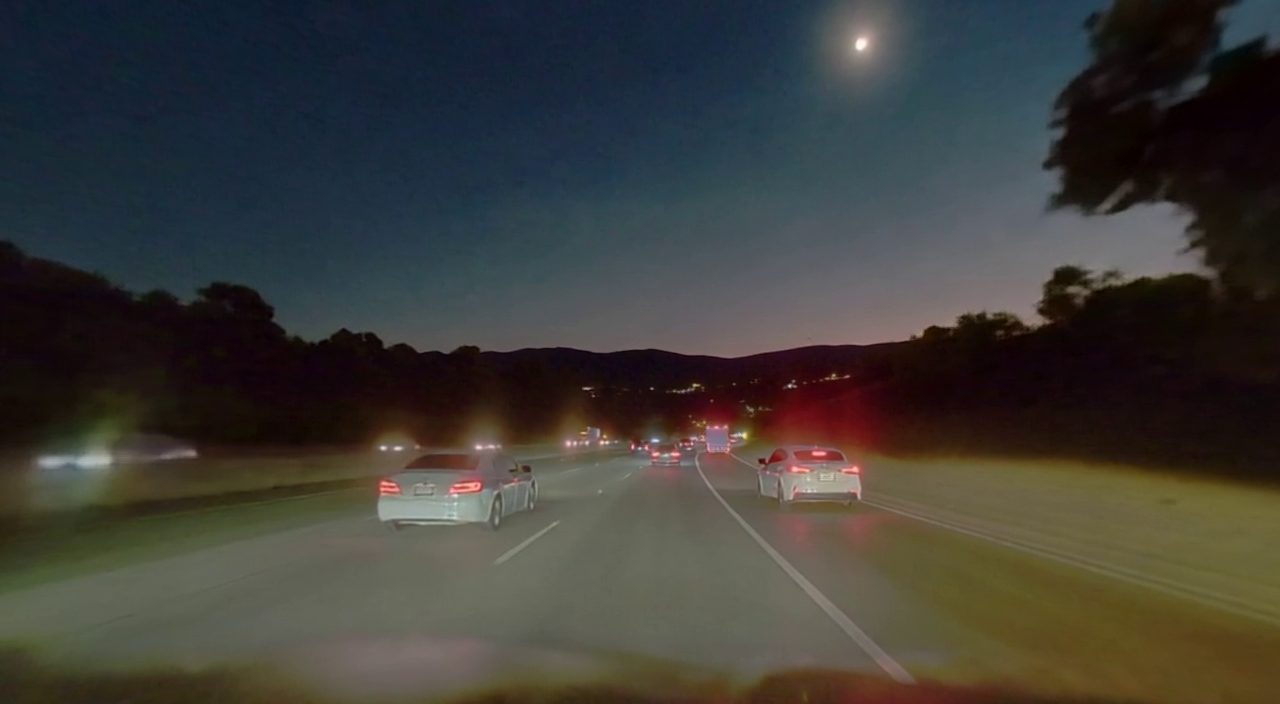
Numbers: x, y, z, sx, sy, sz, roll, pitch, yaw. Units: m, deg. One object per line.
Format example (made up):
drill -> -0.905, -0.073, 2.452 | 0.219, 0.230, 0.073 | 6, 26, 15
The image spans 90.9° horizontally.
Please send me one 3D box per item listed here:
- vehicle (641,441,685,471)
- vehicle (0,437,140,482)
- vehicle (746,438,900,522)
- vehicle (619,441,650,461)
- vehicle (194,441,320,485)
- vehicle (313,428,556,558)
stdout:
vehicle -> 1.280, 5.494, 33.512 | 2.202, 1.467, 3.929 | -1, -8, 4
vehicle -> -20.726, 3.819, 22.675 | 1.852, 1.460, 4.391 | -1, -8, 1
vehicle -> 3.597, 2.593, 13.347 | 2.013, 1.464, 4.317 | 0, -8, 1
vehicle -> -0.370, 7.619, 48.651 | 2.010, 1.482, 4.230 | 0, -8, 5
vehicle -> -13.923, 4.037, 23.307 | 1.914, 1.441, 4.357 | 0, -8, 0
vehicle -> -2.739, 2.011, 9.834 | 2.031, 1.491, 4.792 | -1, -8, 2
